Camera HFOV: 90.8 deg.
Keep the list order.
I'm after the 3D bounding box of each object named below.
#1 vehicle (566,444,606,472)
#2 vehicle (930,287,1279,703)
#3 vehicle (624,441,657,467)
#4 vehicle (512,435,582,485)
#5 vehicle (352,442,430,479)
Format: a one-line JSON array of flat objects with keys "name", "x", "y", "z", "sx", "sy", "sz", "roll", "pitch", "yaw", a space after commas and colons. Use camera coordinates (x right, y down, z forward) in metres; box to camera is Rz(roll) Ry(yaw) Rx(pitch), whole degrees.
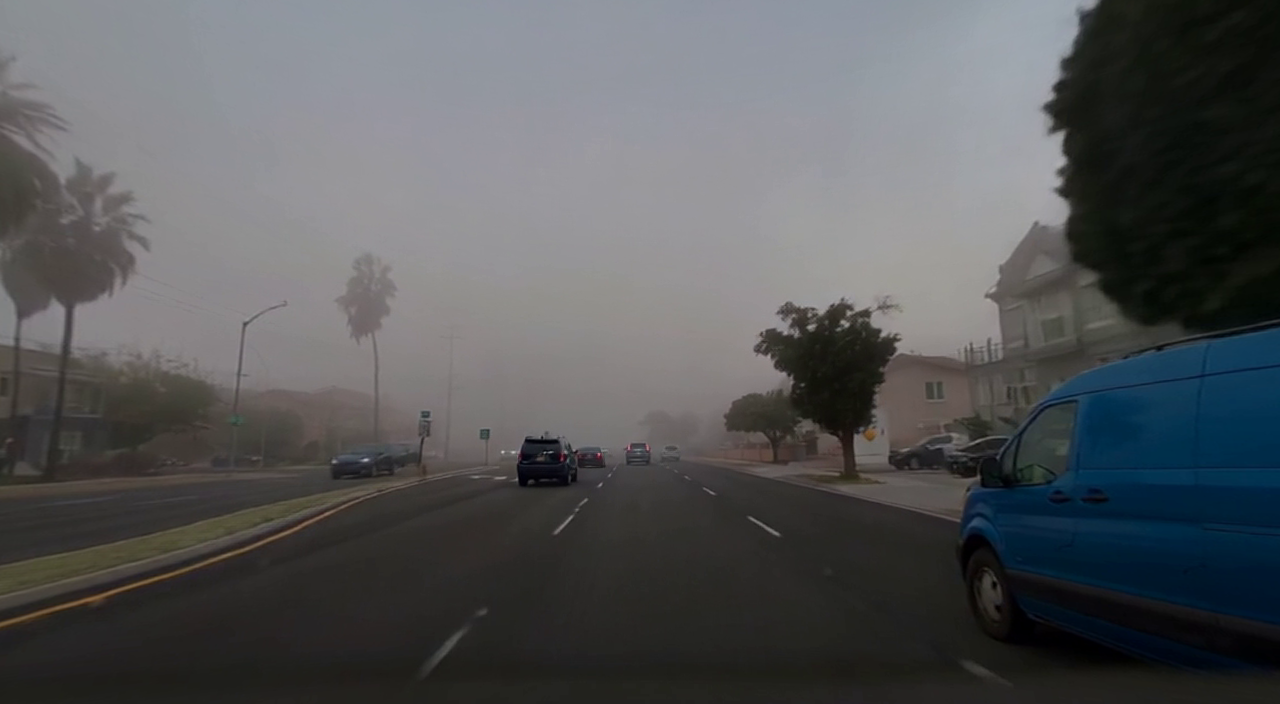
[{"name": "vehicle", "x": -2.994, "y": 5.987, "z": 35.804, "sx": 1.869, "sy": 1.454, "sz": 4.142, "roll": 0, "pitch": -9, "yaw": 0}, {"name": "vehicle", "x": 3.569, "y": 0.788, "z": 2.843, "sx": 2.234, "sy": 1.912, "sz": 4.847, "roll": 0, "pitch": -9, "yaw": 1}, {"name": "vehicle", "x": 0.002, "y": 7.223, "z": 44.753, "sx": 2.191, "sy": 1.761, "sz": 3.857, "roll": 0, "pitch": -9, "yaw": -2}, {"name": "vehicle", "x": -3.437, "y": 4.086, "z": 24.176, "sx": 1.967, "sy": 1.703, "sz": 4.157, "roll": 0, "pitch": -9, "yaw": 1}, {"name": "vehicle", "x": -12.090, "y": 5.285, "z": 31.009, "sx": 1.989, "sy": 1.631, "sz": 4.500, "roll": 0, "pitch": -9, "yaw": 0}]
